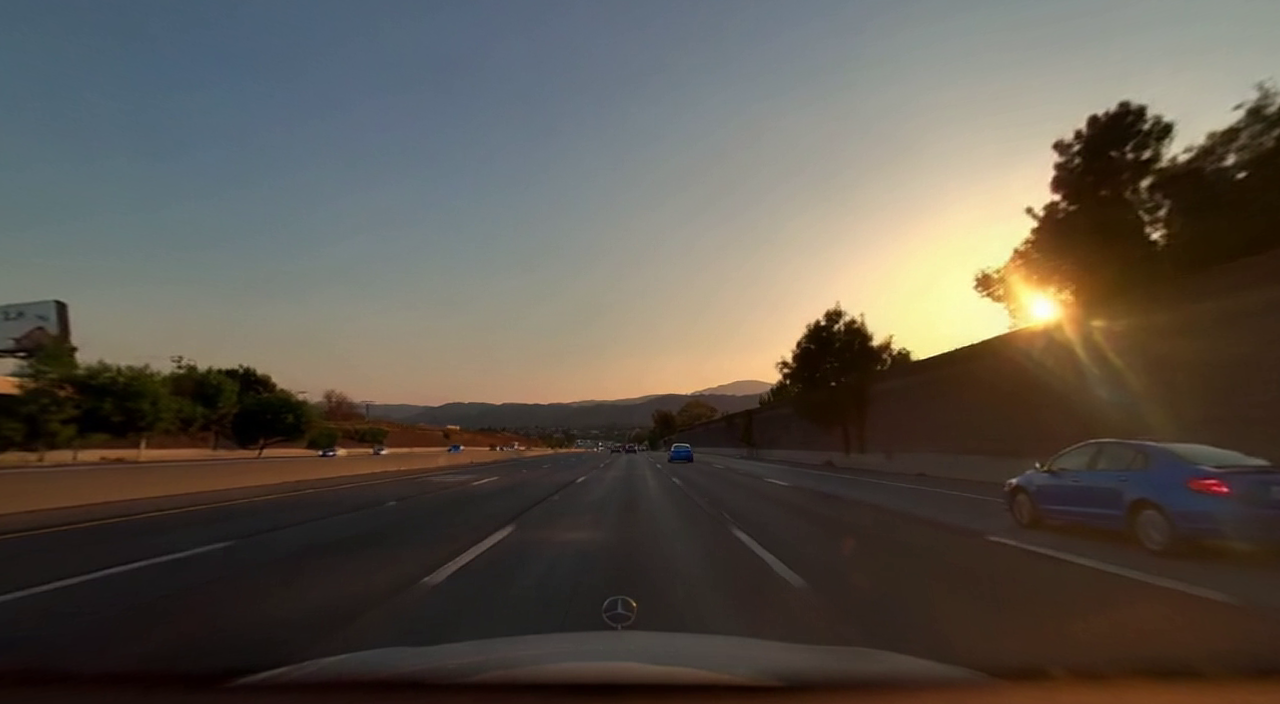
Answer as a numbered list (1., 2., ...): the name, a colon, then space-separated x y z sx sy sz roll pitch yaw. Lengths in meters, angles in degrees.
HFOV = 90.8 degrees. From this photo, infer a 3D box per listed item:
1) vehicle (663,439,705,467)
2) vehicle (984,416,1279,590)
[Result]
1. vehicle: 2.691 6.294 39.421 2.270 1.615 3.770 0 -8 -1
2. vehicle: 6.765 1.650 7.734 2.227 1.522 5.041 0 -8 0
